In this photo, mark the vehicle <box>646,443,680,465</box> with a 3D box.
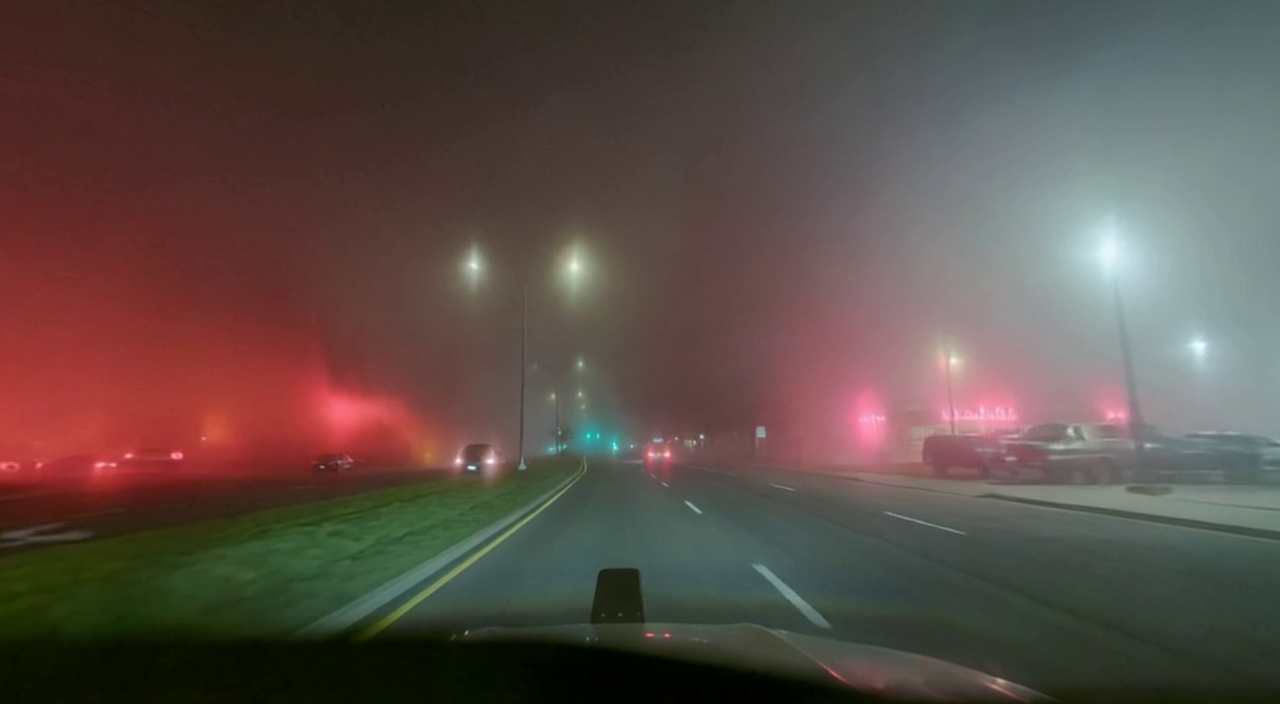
[{"bbox_3d":[1.579,7.301,45.230,1.913,1.473,4.360,0,-9,-4],"label":"vehicle"}]

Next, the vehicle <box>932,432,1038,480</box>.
[{"bbox_3d":[15.527,4.608,28.278,5.161,1.927,2.464,7,-12,-42],"label":"vehicle"}]

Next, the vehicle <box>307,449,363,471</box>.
[{"bbox_3d":[-21.487,7.604,44.730,2.068,1.408,4.399,-1,-9,-5],"label":"vehicle"}]

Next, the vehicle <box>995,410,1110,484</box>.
[{"bbox_3d":[16.699,3.804,25.444,5.908,2.641,2.303,8,-12,-43],"label":"vehicle"}]

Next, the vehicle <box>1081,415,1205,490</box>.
[{"bbox_3d":[18.762,3.677,23.446,2.727,2.396,5.918,-9,-12,44],"label":"vehicle"}]

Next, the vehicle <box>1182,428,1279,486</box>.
[{"bbox_3d":[23.057,3.852,23.484,2.747,1.912,6.426,-5,-10,26],"label":"vehicle"}]

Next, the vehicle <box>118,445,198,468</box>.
[{"bbox_3d":[-31.759,6.874,41.704,3.768,1.443,1.800,0,-8,-3],"label":"vehicle"}]

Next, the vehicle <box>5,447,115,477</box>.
[{"bbox_3d":[-31.299,5.949,34.199,3.952,1.462,1.857,2,-7,-5],"label":"vehicle"}]

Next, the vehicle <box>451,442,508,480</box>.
[{"bbox_3d":[-7.607,5.174,30.416,2.180,1.556,5.130,2,-7,-9],"label":"vehicle"}]
